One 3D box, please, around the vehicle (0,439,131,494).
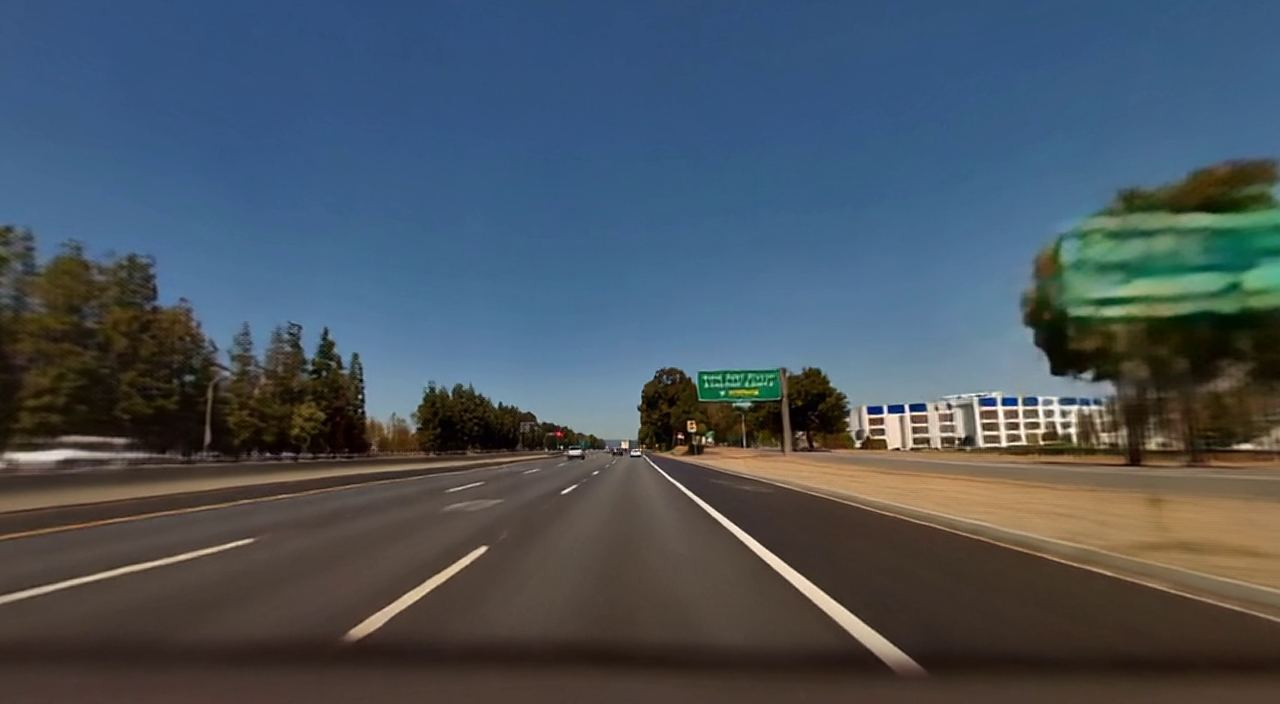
[{"bbox_3d":[-22.090,4.167,23.359,2.240,1.796,5.110,0,-9,0],"label":"vehicle"}]
